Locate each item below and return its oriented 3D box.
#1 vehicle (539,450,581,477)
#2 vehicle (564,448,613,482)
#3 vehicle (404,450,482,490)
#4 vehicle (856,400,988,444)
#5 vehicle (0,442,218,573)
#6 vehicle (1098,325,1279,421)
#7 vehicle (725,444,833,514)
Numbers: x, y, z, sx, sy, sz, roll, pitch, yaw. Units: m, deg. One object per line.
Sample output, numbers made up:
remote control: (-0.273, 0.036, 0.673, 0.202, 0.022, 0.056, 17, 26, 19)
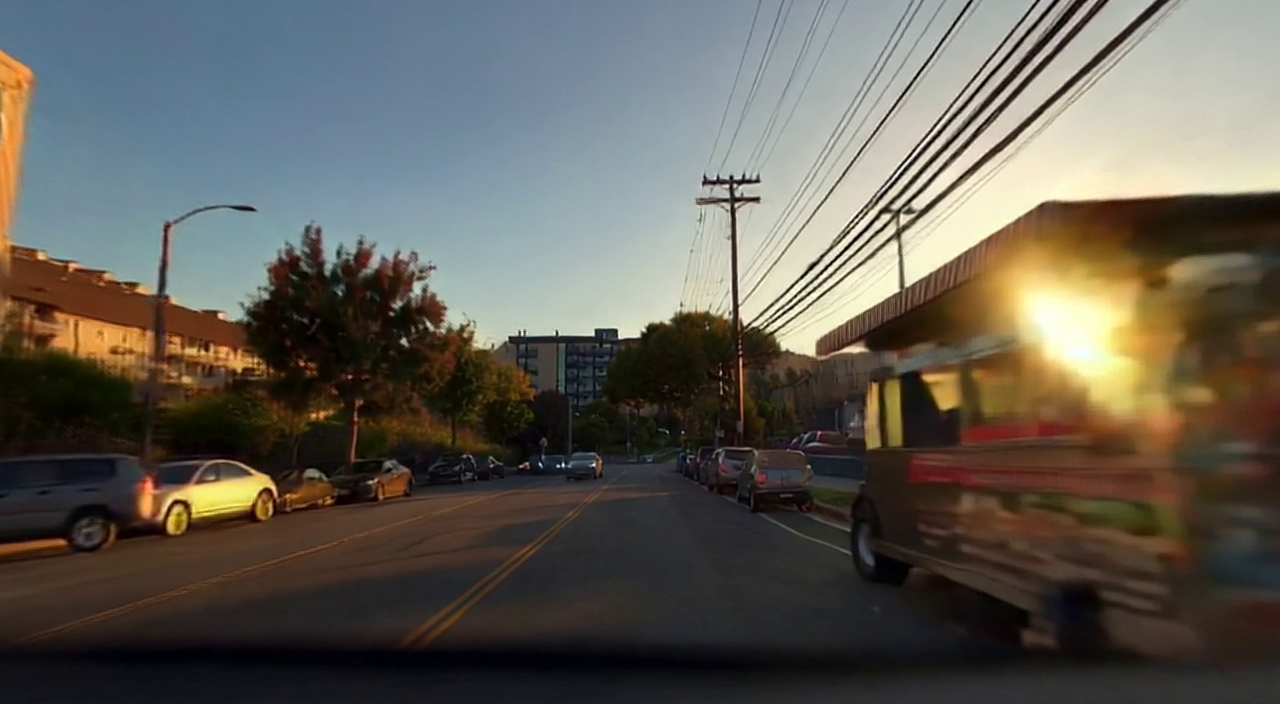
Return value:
vehicle: (-5.876, 8.340, 46.912, 2.081, 1.760, 4.598, -1, -13, 6)
vehicle: (-2.774, 6.224, 35.000, 2.103, 1.721, 4.473, -1, -9, 3)
vehicle: (-11.087, 6.648, 35.991, 2.322, 2.037, 5.030, -1, -9, 6)
vehicle: (11.475, 2.911, 25.975, 4.400, 1.742, 2.070, 0, -8, 0)
vehicle: (-10.178, 2.385, 10.119, 5.093, 1.855, 2.338, 4, -10, -19)
vehicle: (11.290, 0.458, 11.969, 3.808, 1.620, 1.749, 0, -9, -1)
vehicle: (3.609, 3.370, 17.322, 1.936, 1.641, 4.434, 0, -9, 0)
